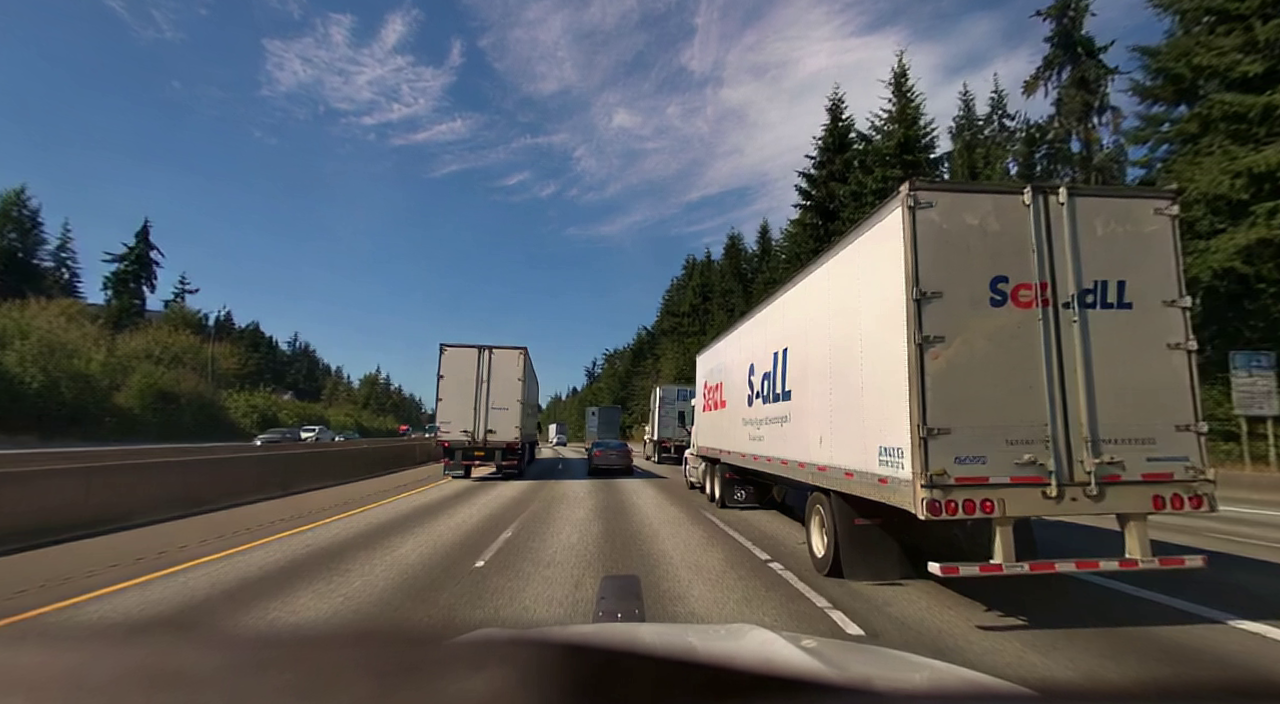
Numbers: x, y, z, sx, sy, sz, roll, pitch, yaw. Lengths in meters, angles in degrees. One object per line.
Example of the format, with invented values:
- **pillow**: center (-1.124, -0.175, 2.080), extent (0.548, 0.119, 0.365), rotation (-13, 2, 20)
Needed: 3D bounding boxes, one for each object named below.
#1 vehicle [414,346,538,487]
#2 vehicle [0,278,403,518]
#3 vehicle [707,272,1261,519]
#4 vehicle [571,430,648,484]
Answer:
- **vehicle**: center (-5.149, 2.315, 21.511), extent (2.822, 3.788, 8.799), rotation (1, -8, -7)
- **vehicle**: center (-11.439, 1.487, 16.045), extent (2.867, 4.125, 14.026), rotation (-2, -8, 12)
- **vehicle**: center (6.857, 1.559, 17.105), extent (2.820, 4.084, 13.786), rotation (4, -9, -27)
- **vehicle**: center (-1.112, 3.322, 20.431), extent (2.060, 1.540, 4.374), rotation (1, -8, -8)
